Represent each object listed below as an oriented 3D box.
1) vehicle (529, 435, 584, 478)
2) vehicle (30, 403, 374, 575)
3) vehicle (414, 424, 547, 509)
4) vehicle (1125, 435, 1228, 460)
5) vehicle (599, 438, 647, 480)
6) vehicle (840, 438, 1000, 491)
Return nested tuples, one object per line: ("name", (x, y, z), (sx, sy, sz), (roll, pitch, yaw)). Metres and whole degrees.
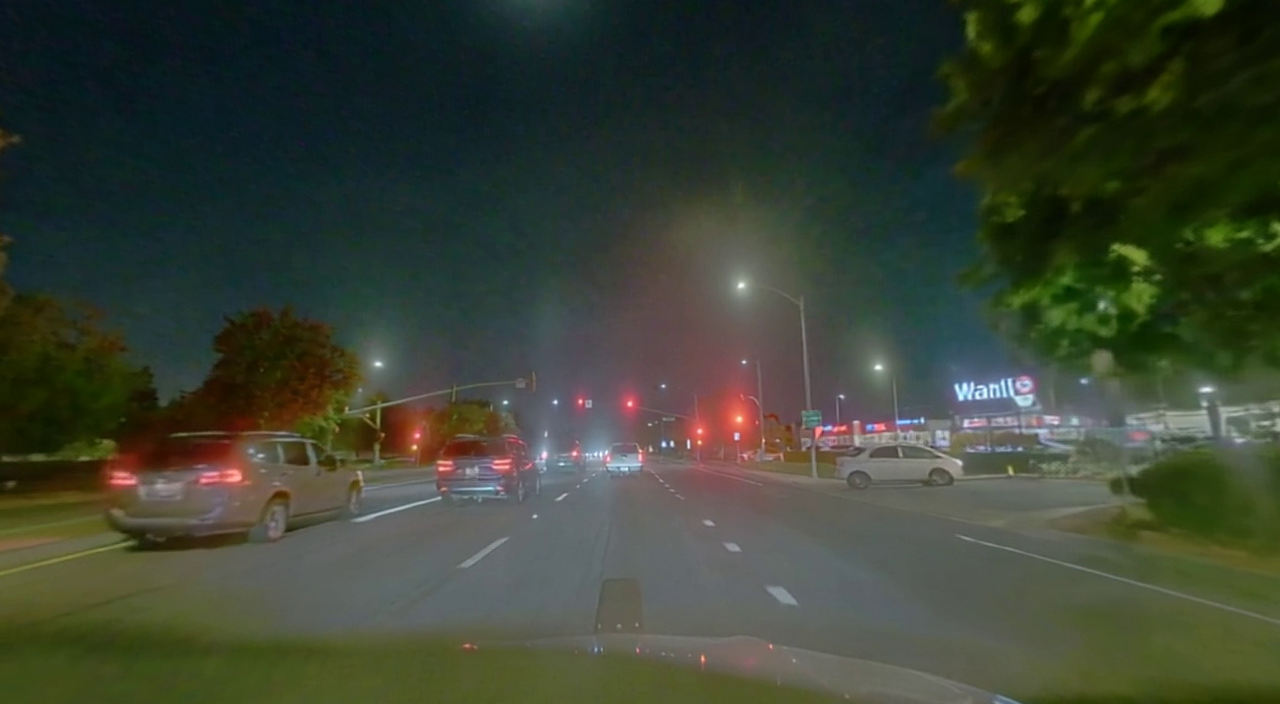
("vehicle", (-4.232, 5.406, 32.933), (2.252, 1.999, 5.605), (0, -8, -1))
("vehicle", (-5.682, 1.813, 9.194), (2.093, 1.803, 4.668), (1, -9, -7))
("vehicle", (-3.964, 2.948, 16.738), (2.159, 1.877, 4.925), (0, -9, 1))
("vehicle", (32.215, 5.750, 38.044), (4.438, 1.423, 1.897), (0, -9, -1))
("vehicle", (-0.783, 4.984, 29.652), (2.061, 1.809, 4.141), (0, -9, -1))
("vehicle", (9.780, 3.908, 22.229), (4.734, 1.726, 2.039), (1, -9, -11))
